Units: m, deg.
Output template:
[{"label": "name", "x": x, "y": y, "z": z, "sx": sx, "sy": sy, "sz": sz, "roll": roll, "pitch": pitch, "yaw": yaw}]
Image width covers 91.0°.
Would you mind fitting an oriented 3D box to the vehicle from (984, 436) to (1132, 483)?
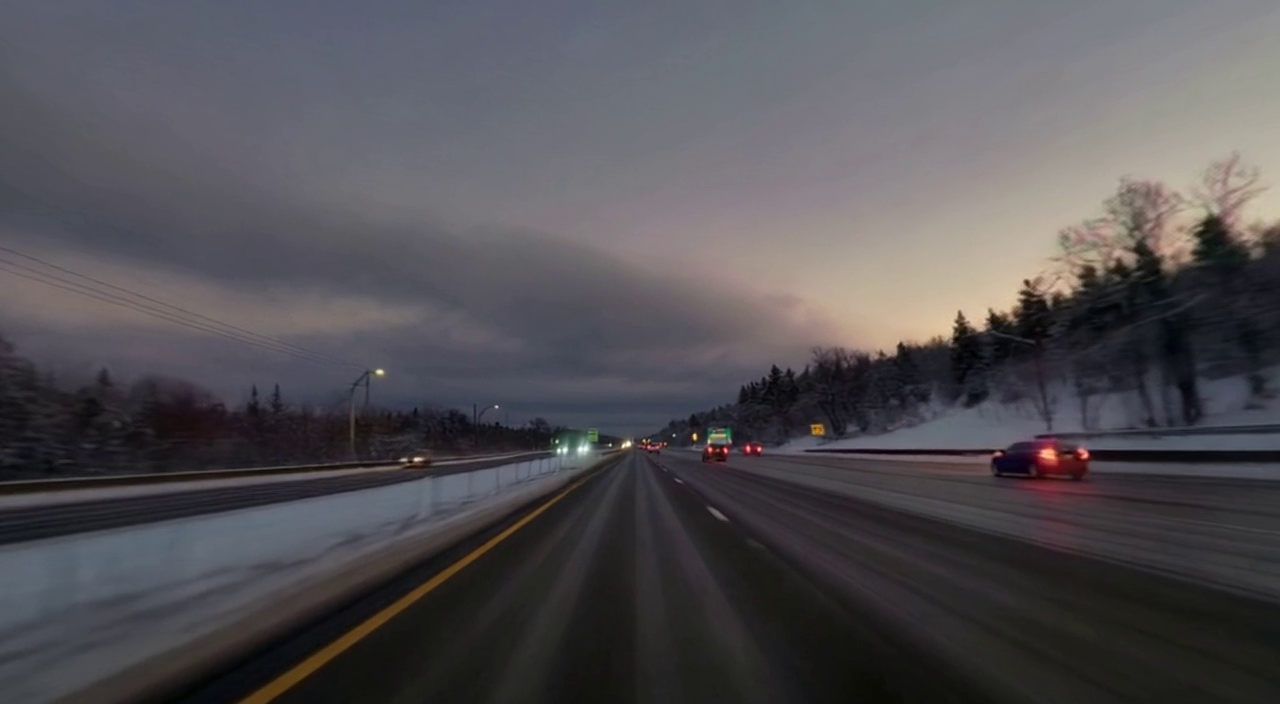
[{"label": "vehicle", "x": 14.643, "y": 3.787, "z": 22.441, "sx": 2.089, "sy": 1.484, "sz": 4.573, "roll": 0, "pitch": -9, "yaw": -1}]
